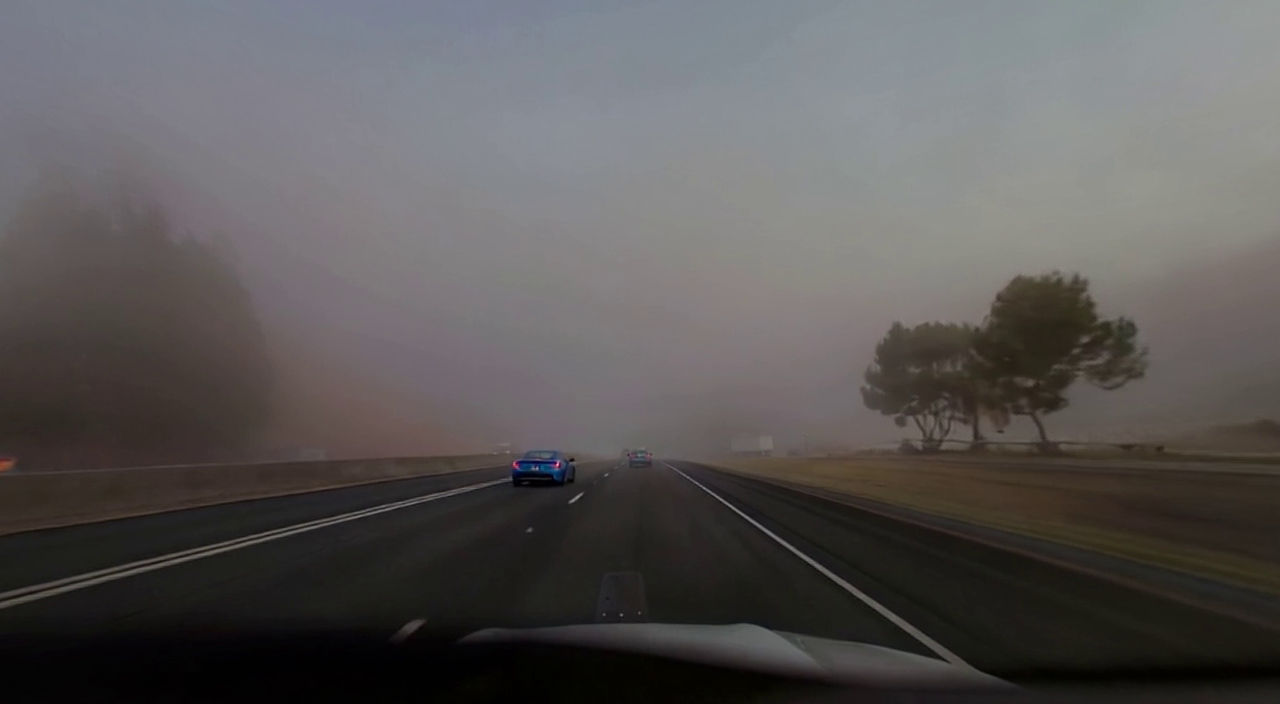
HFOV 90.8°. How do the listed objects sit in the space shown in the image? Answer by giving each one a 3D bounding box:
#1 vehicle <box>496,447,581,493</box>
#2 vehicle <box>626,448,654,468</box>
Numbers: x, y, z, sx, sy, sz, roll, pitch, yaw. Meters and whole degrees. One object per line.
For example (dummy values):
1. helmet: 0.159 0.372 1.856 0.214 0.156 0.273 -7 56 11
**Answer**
1. vehicle: -3.492 4.165 22.728 2.170 1.451 4.584 0 -9 2
2. vehicle: -0.005 8.162 48.677 2.079 1.450 3.942 0 -9 0
